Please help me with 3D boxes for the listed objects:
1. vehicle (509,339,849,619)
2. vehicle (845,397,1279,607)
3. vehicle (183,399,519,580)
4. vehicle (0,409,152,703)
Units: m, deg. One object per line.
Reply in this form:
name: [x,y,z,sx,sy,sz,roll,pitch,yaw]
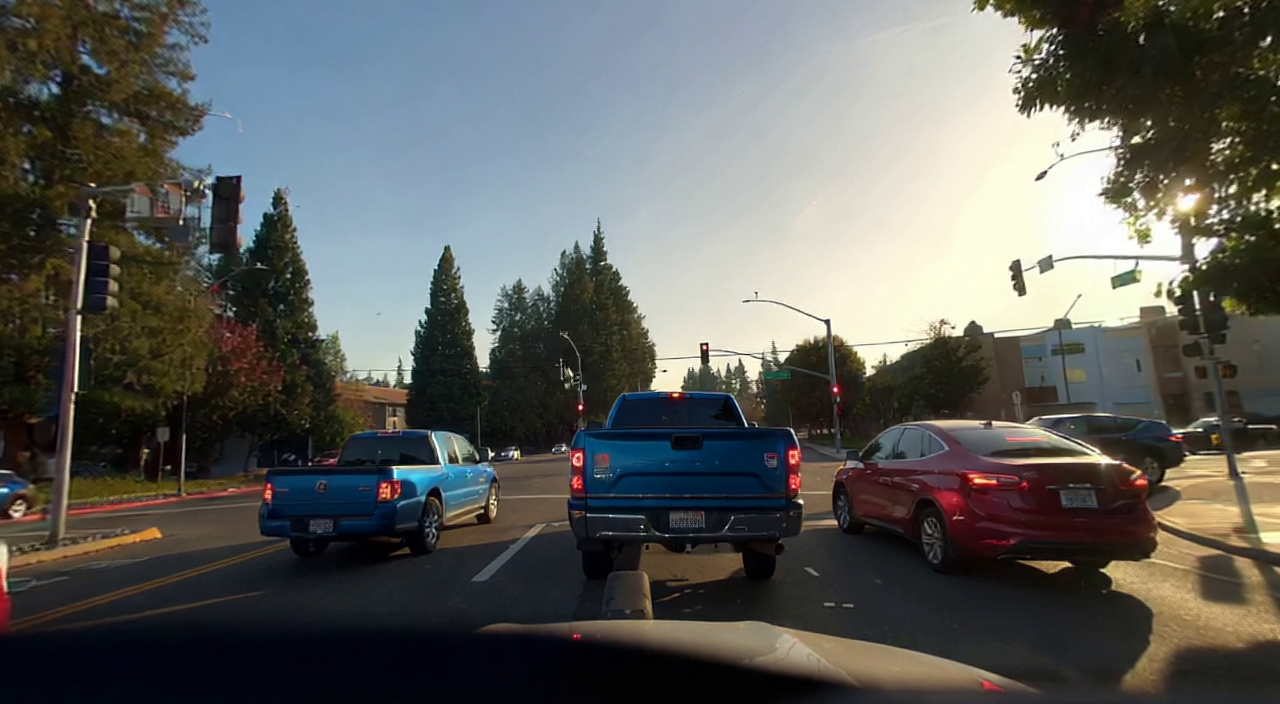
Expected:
vehicle: [0.330,1.277,7.154,2.505,2.084,4.768,0,-8,1]
vehicle: [4.051,1.500,7.181,1.984,1.659,4.226,0,-8,0]
vehicle: [-3.290,1.689,8.571,2.125,1.739,4.707,0,-8,3]
vehicle: [-3.391,0.709,0.656,1.998,1.481,4.656,0,-8,1]
